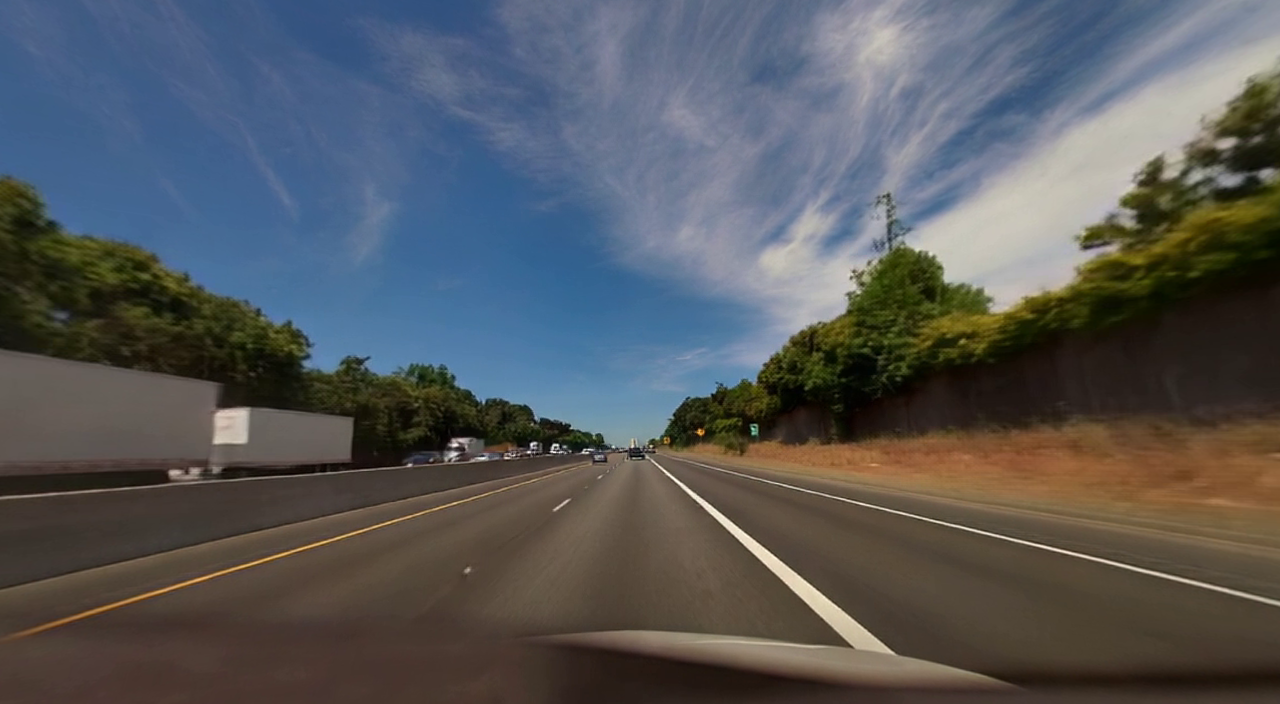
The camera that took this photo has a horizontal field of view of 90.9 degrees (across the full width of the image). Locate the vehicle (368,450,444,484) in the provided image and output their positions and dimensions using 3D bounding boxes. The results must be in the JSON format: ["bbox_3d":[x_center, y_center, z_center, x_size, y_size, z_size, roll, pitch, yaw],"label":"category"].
[{"bbox_3d":[-11.310,5.584,30.799,2.078,1.522,4.275,0,-9,0],"label":"vehicle"}]

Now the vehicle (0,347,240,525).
[{"bbox_3d":[-16.233,2.145,15.873,2.888,4.057,14.334,0,-9,0],"label":"vehicle"}]

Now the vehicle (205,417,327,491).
[{"bbox_3d":[-20.012,5.522,34.249,2.891,3.645,6.006,0,-9,-2],"label":"vehicle"}]
